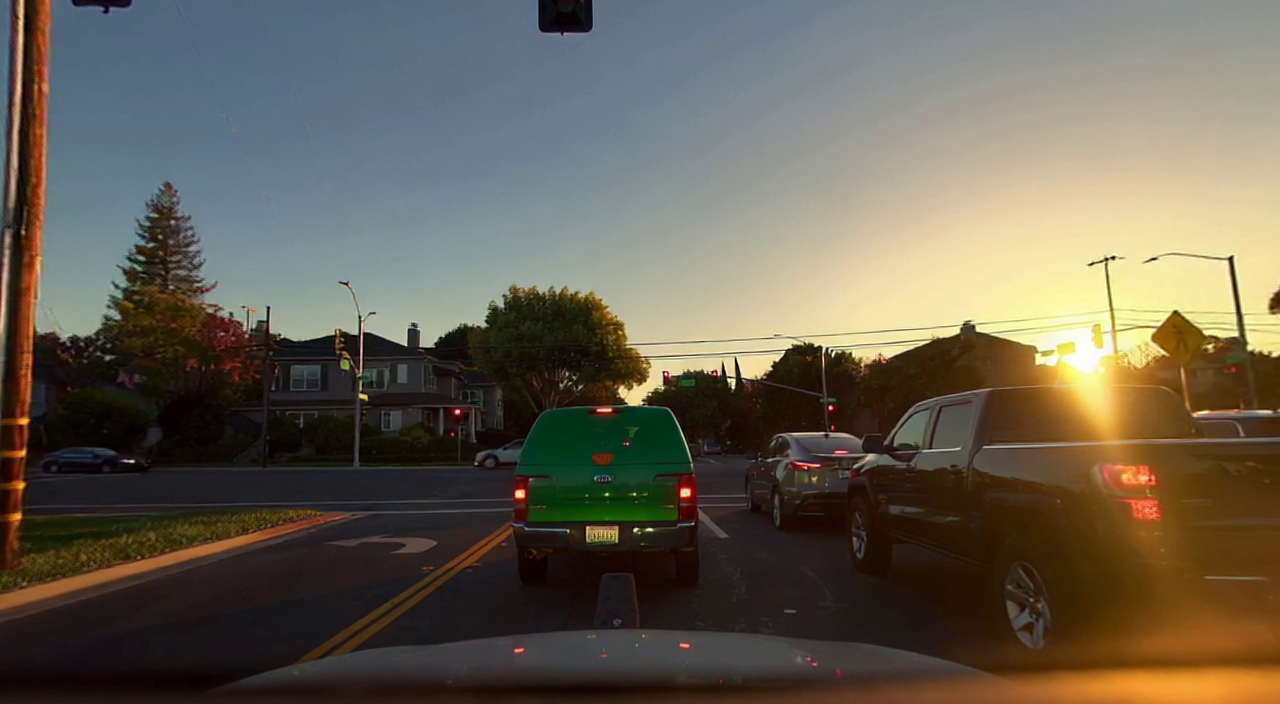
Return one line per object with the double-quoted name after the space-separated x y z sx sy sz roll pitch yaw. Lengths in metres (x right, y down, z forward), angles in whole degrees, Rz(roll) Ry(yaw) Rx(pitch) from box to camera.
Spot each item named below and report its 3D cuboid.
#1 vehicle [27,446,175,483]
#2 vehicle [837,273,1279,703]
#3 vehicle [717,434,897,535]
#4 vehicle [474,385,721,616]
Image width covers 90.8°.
-22.947 4.789 27.046 4.533 1.350 1.714 0 -7 -9 "vehicle"
2.983 0.938 3.810 1.886 1.849 5.070 0 -8 -1 "vehicle"
2.730 2.267 11.537 1.952 1.465 4.421 0 -8 -2 "vehicle"
-0.285 1.396 6.679 1.915 1.780 3.379 0 -8 2 "vehicle"
